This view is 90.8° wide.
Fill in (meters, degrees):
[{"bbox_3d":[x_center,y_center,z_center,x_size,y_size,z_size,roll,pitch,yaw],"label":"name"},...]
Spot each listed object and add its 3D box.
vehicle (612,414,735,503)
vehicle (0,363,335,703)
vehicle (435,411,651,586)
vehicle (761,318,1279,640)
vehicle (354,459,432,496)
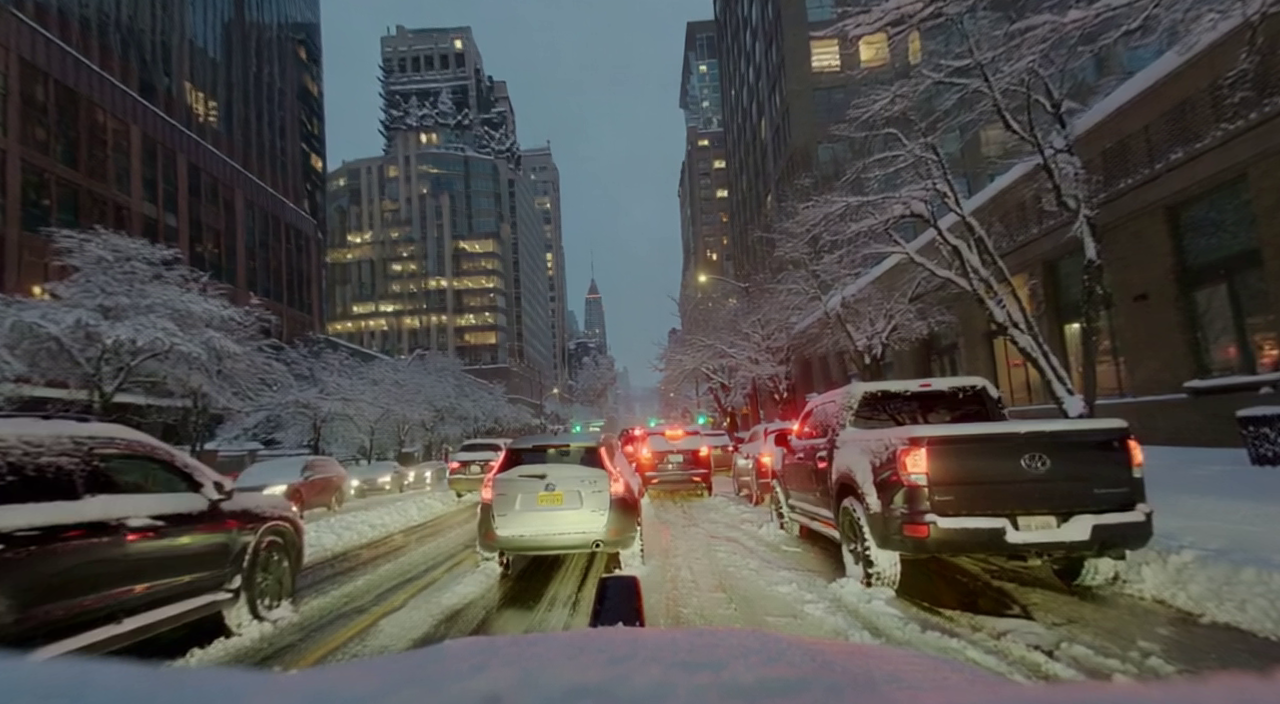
[{"bbox_3d":[1.075,2.753,16.689,2.352,1.953,4.798,-2,-9,14],"label":"vehicle"},{"bbox_3d":[-3.791,1.063,3.368,2.000,1.818,4.668,0,-8,0],"label":"vehicle"},{"bbox_3d":[-0.922,1.714,8.160,2.076,1.667,3.948,0,-8,0],"label":"vehicle"},{"bbox_3d":[3.004,1.179,6.763,2.225,2.070,5.264,0,-8,-1],"label":"vehicle"},{"bbox_3d":[-12.306,6.257,31.819,2.071,1.505,4.479,-2,-8,1],"label":"vehicle"}]
